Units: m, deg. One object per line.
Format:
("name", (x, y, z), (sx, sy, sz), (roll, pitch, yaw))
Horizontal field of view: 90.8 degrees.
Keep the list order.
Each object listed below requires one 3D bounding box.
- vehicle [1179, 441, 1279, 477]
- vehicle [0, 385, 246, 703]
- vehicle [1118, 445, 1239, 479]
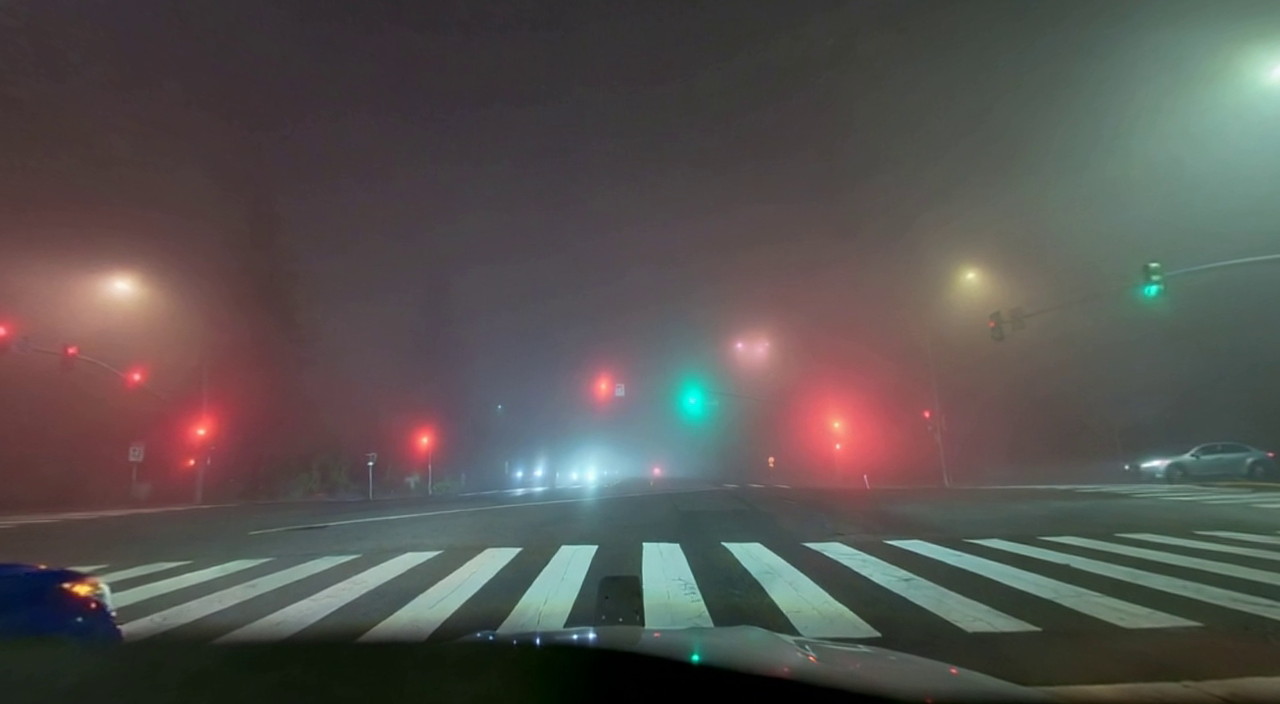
("vehicle", (25.676, 4.479, 26.590), (4.347, 1.411, 1.784), (0, -8, -3))
("vehicle", (-2.995, 0.762, 1.251), (1.969, 1.513, 3.773), (0, -8, 0))
("vehicle", (25.097, 5.093, 29.532), (4.123, 1.469, 1.790), (0, -8, -5))
